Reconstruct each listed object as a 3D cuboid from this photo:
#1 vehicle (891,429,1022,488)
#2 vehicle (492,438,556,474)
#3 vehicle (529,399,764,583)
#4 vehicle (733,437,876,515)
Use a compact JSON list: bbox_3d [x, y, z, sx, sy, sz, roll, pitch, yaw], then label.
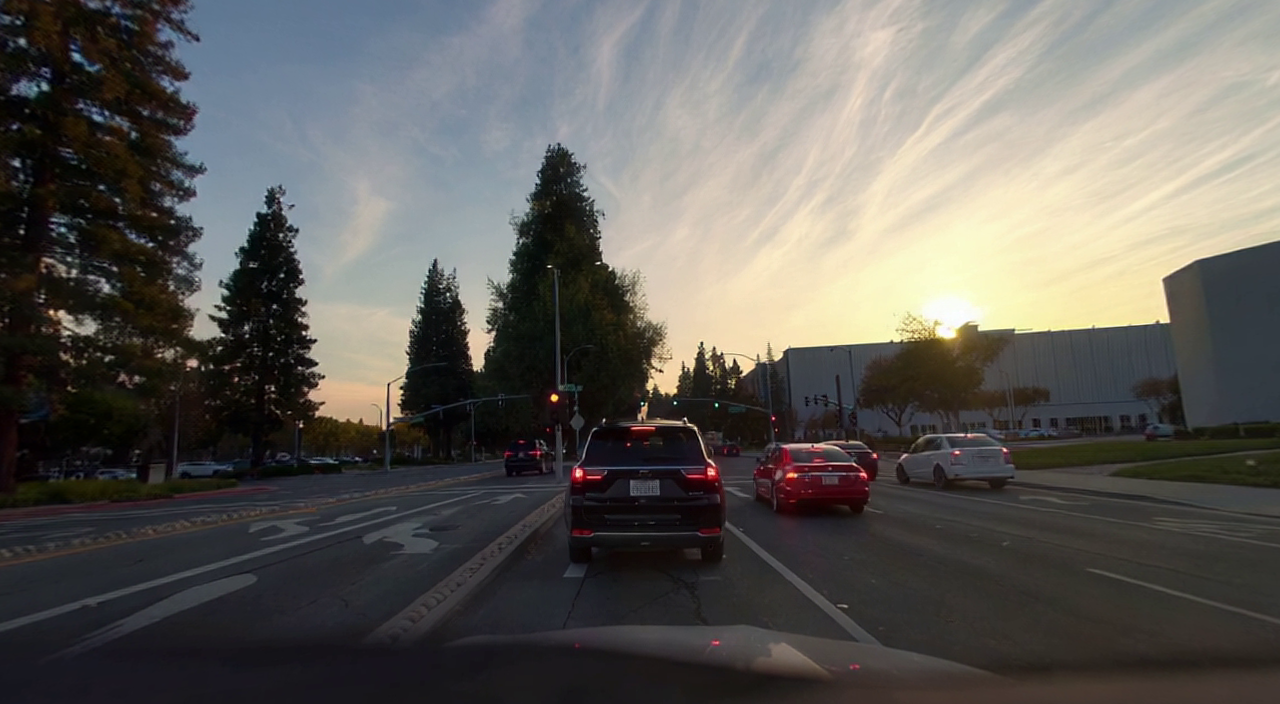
[{"bbox_3d":[10.840,3.693,22.137,2.123,1.812,4.553,0,-9,-1],"label":"vehicle"},{"bbox_3d":[-6.330,5.768,35.225,2.555,1.819,5.145,0,-9,0],"label":"vehicle"},{"bbox_3d":[0.055,1.657,8.269,2.266,1.762,4.131,0,-9,0],"label":"vehicle"},{"bbox_3d":[3.485,2.704,14.338,1.997,1.471,4.321,0,-9,-1],"label":"vehicle"}]
